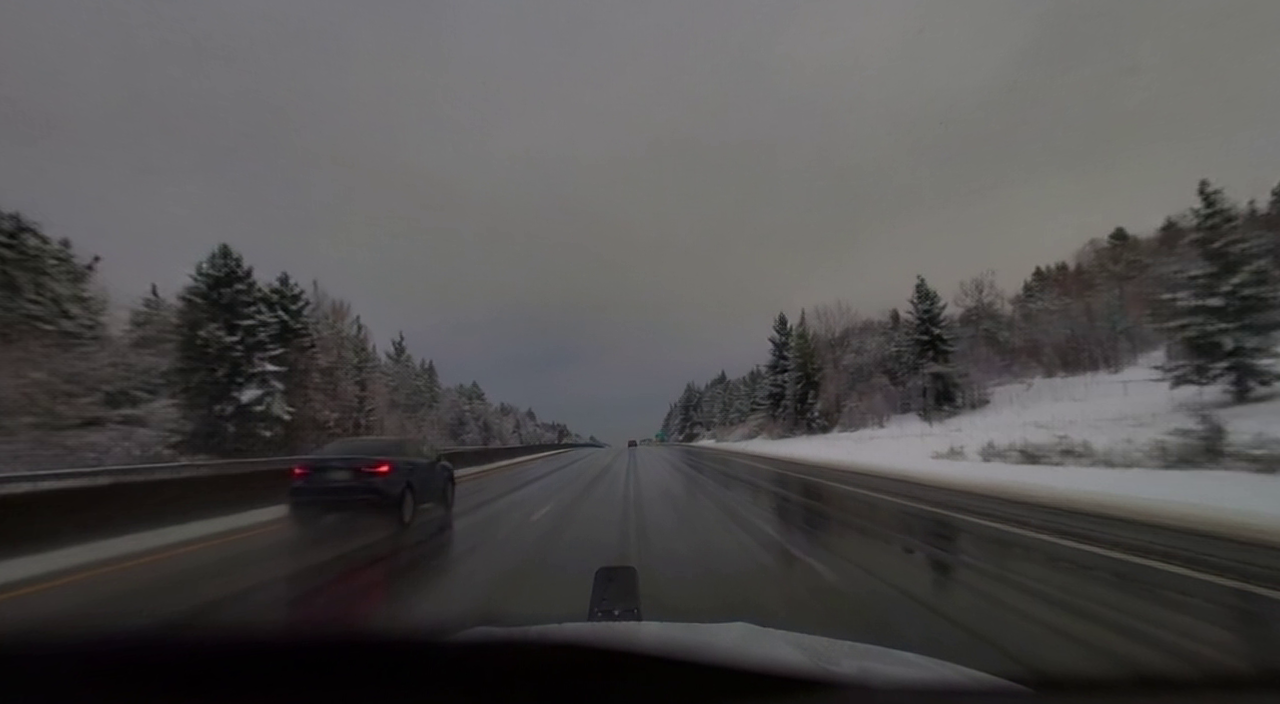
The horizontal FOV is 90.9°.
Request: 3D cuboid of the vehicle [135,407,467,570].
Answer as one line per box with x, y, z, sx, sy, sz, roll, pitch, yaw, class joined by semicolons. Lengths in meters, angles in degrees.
-4.149;1.725;8.824;2.185;1.677;4.390;0;-8;0;vehicle
